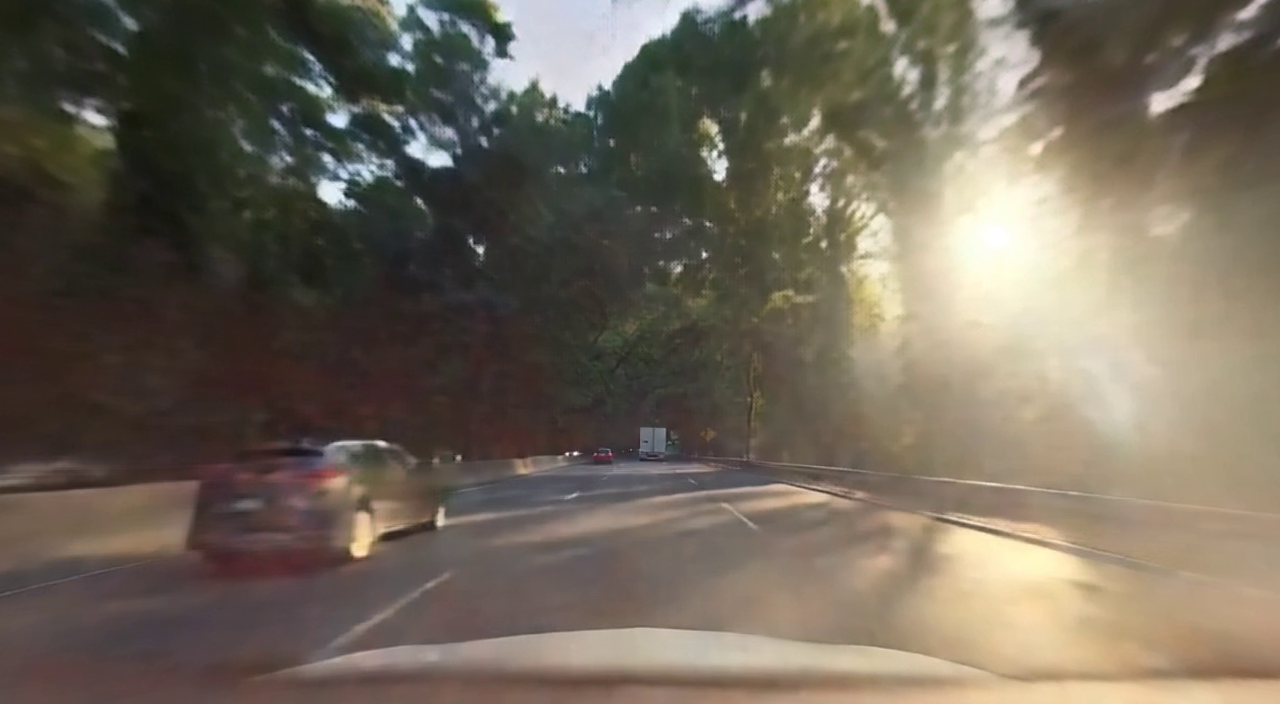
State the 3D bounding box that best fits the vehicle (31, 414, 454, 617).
[{"bbox_3d":[-3.846,1.656,7.270,2.057,1.618,4.212,0,-9,1],"label":"vehicle"}]
